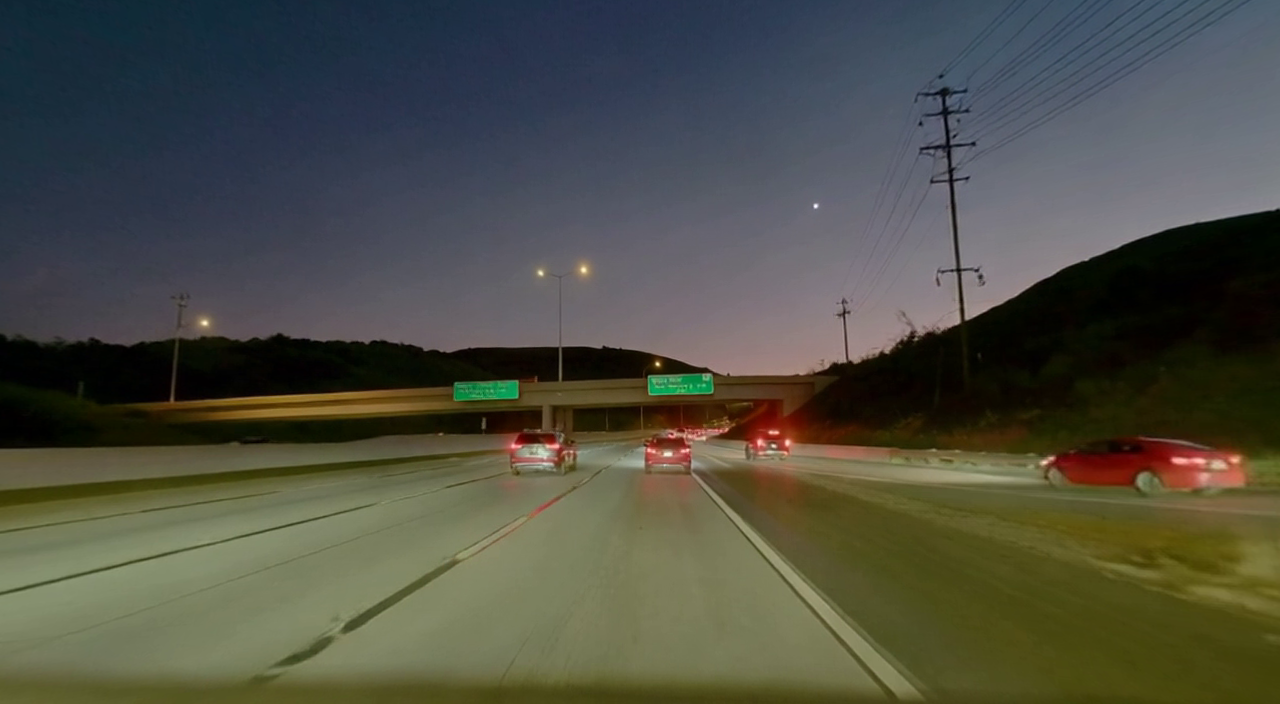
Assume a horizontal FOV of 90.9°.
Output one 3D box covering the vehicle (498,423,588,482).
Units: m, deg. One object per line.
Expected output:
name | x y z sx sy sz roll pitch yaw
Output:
vehicle | -3.278 3.538 22.412 2.228 1.845 4.847 -1 -8 2

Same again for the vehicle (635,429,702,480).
vehicle | 0.932 3.677 22.797 2.193 1.651 3.946 0 -8 0

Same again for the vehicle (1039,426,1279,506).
vehicle | 14.545 3.188 18.120 2.059 1.938 4.793 3 -9 -20
